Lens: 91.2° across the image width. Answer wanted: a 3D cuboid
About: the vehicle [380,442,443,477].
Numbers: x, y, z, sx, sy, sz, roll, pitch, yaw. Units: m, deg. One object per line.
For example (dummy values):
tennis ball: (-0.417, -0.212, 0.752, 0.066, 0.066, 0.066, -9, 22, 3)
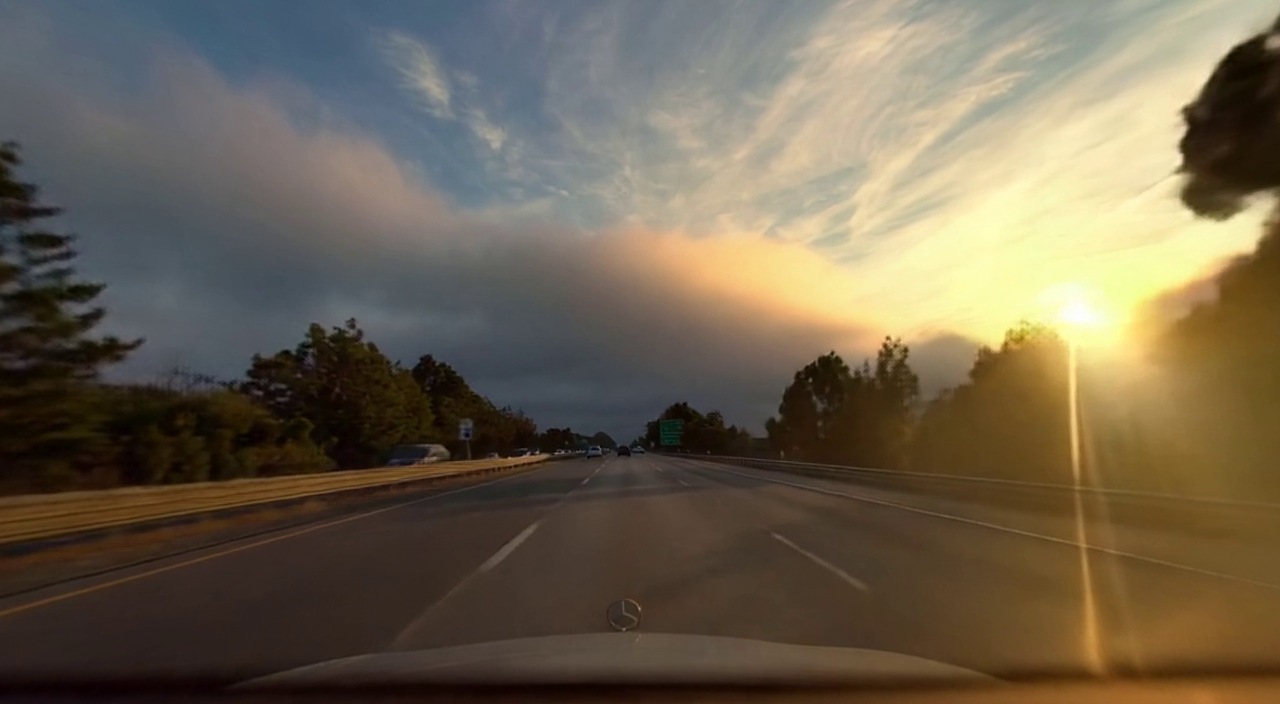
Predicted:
vehicle: (-16.205, 7.664, 44.805, 2.303, 2.310, 5.855, 0, -9, 0)
